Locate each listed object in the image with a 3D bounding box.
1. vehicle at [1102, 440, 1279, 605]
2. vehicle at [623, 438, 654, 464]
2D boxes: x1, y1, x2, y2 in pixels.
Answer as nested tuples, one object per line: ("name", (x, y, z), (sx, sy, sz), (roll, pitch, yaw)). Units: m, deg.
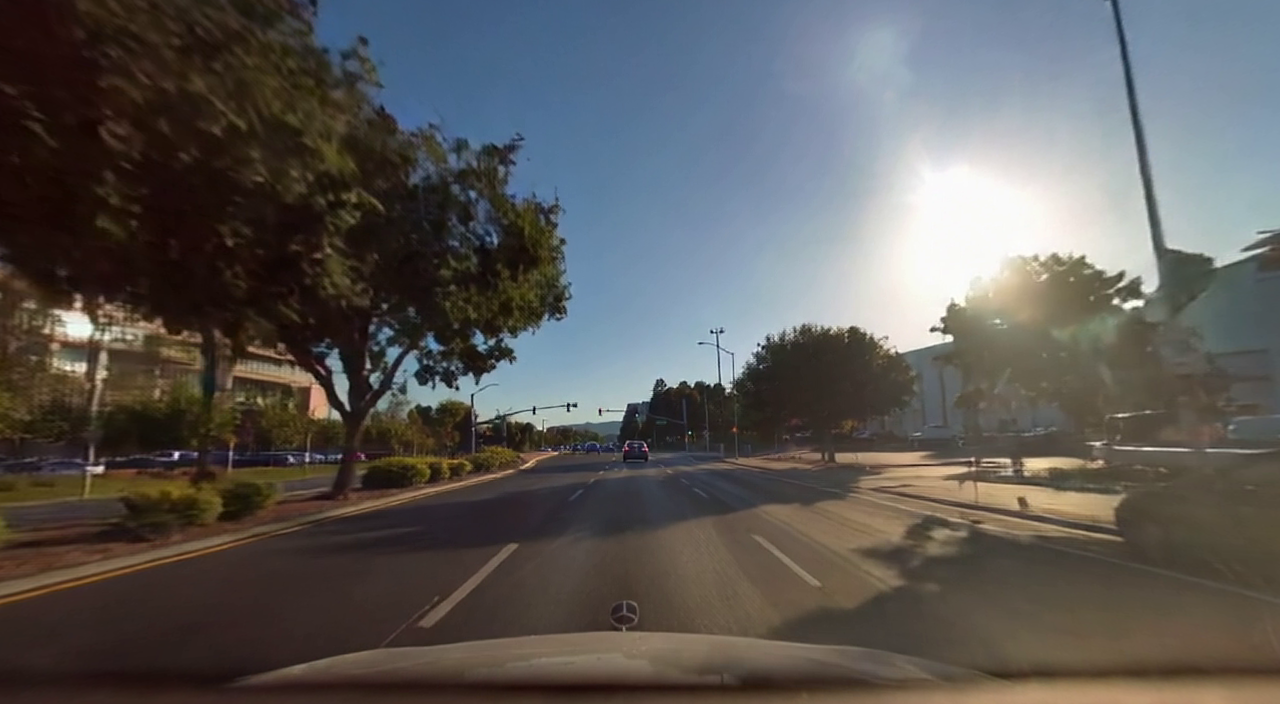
("vehicle", (6.725, 1.501, 5.483), (1.959, 1.466, 4.528), (0, -9, -1))
("vehicle", (-0.157, 7.260, 46.218), (2.188, 1.782, 3.982), (0, -9, -1))
